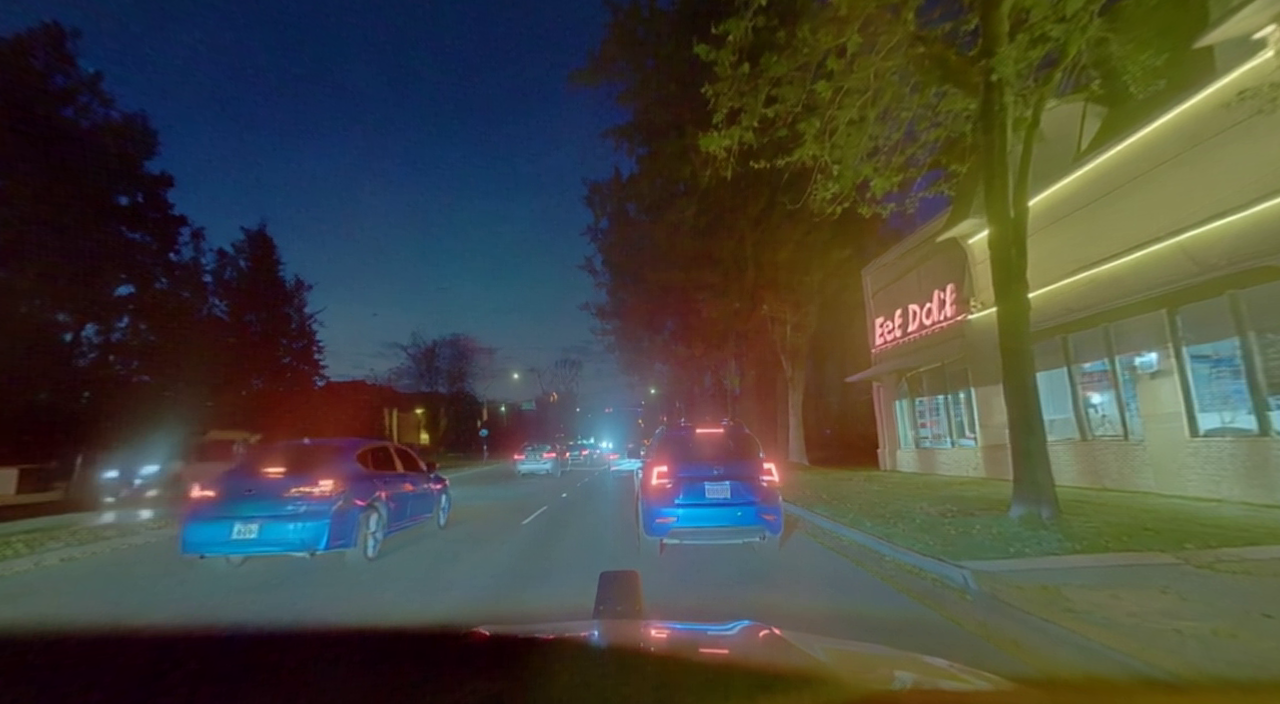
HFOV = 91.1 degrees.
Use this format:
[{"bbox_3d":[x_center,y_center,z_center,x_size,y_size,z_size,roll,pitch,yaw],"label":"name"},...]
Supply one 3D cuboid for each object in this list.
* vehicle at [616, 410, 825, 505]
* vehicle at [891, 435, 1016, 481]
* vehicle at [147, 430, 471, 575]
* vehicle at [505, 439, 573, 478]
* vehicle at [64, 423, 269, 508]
[{"bbox_3d":[1.846,2.529,15.327,4.642,1.955,2.052,-7,-11,38],"label":"vehicle"},{"bbox_3d":[12.300,4.190,24.852,3.871,1.525,1.835,-3,-9,0],"label":"vehicle"},{"bbox_3d":[-3.977,1.863,8.618,2.026,1.466,4.282,0,-8,1],"label":"vehicle"},{"bbox_3d":[-4.020,4.324,25.693,2.042,1.470,4.123,0,-8,0],"label":"vehicle"},{"bbox_3d":[-16.976,4.091,23.212,2.537,2.696,6.281,0,-9,1],"label":"vehicle"}]
